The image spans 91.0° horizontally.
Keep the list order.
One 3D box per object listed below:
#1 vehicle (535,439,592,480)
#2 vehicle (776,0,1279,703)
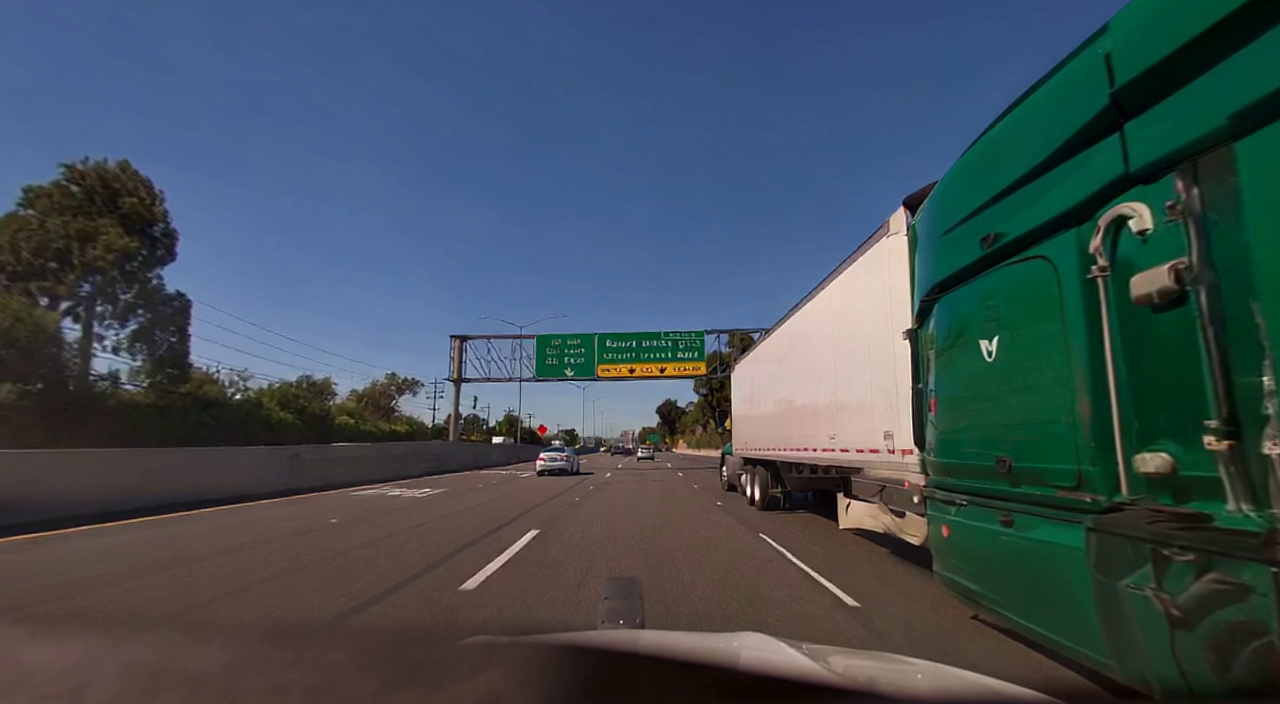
[{"bbox_3d":[-3.326,4.783,28.226,2.000,1.658,4.155,0,-9,1],"label":"vehicle"},{"bbox_3d":[3.817,-0.150,3.119,2.906,4.117,15.806,0,-9,0],"label":"vehicle"}]
